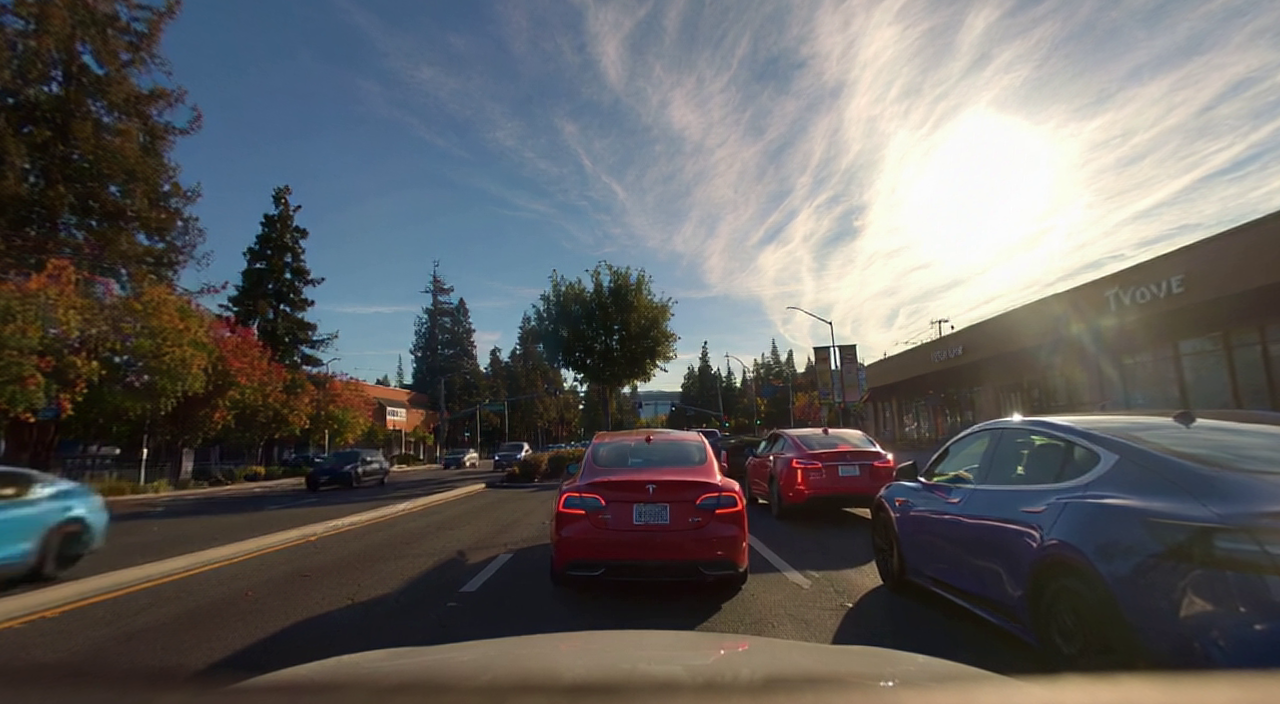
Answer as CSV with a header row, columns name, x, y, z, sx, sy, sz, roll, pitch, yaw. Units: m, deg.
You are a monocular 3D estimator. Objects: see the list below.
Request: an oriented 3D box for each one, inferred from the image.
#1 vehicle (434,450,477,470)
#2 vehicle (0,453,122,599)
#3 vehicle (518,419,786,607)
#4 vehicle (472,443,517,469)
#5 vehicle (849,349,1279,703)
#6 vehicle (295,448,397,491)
name,x,y,z,sx,sy,sz,roll,pitch,yaw
vehicle,-14.570,8.506,49.933,1.999,1.462,4.200,0,-8,2
vehicle,-7.741,1.750,5.982,1.979,1.490,4.225,0,-8,1
vehicle,0.102,1.581,7.085,2.137,1.488,3.938,0,-8,0
vehicle,-10.899,7.798,47.566,2.122,1.786,4.757,0,-8,2
vehicle,3.198,1.127,4.230,2.038,1.651,4.455,0,-8,0
vehicle,-11.509,4.609,25.061,1.917,1.506,4.280,0,-8,1
